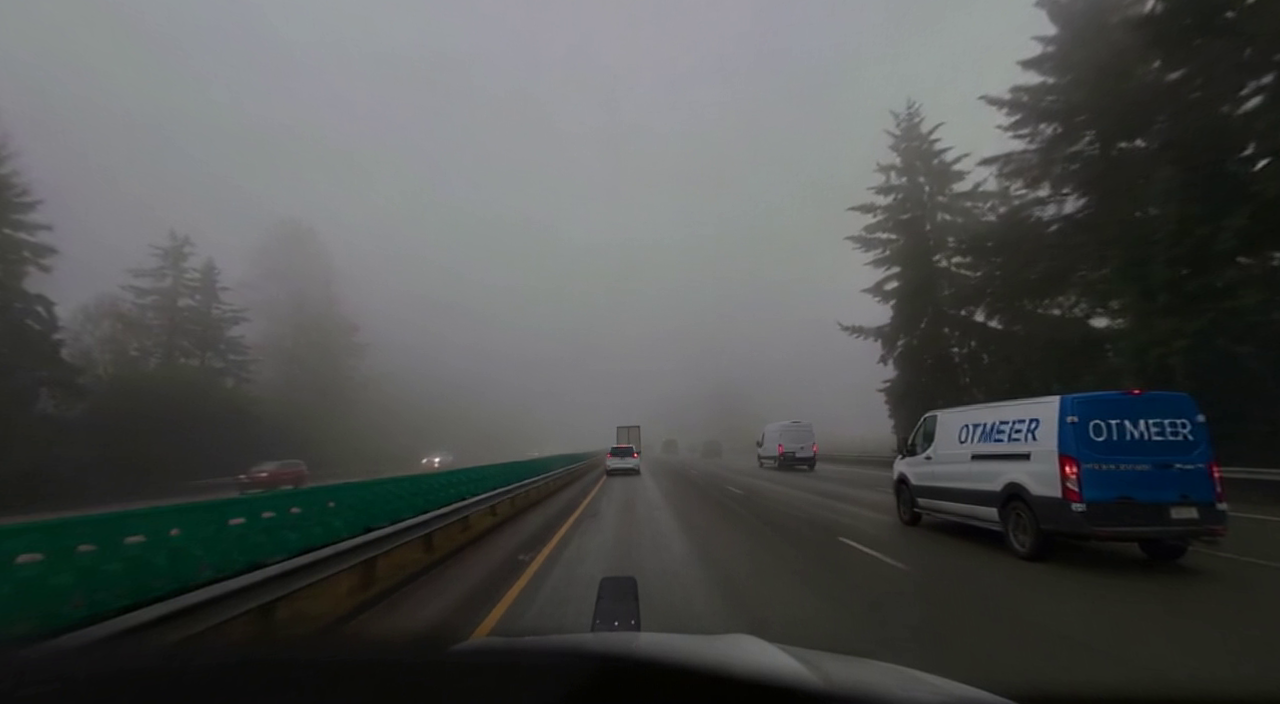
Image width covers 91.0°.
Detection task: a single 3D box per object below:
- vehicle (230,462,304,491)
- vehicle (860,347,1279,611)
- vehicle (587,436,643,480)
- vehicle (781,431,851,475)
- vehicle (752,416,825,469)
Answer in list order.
[{"bbox_3d":[-21.794,7.260,36.957,1.800,1.494,4.231,0,-8,-1],"label":"vehicle"},{"bbox_3d":[4.744,1.323,7.455,2.223,2.008,5.121,0,-8,-2],"label":"vehicle"},{"bbox_3d":[-0.985,4.260,25.566,2.100,1.636,3.620,0,-8,-2],"label":"vehicle"},{"bbox_3d":[8.187,4.727,29.621,2.255,1.960,3.229,0,-8,-1],"label":"vehicle"},{"bbox_3d":[8.017,4.965,34.575,2.385,2.635,5.633,0,-8,-2],"label":"vehicle"}]
